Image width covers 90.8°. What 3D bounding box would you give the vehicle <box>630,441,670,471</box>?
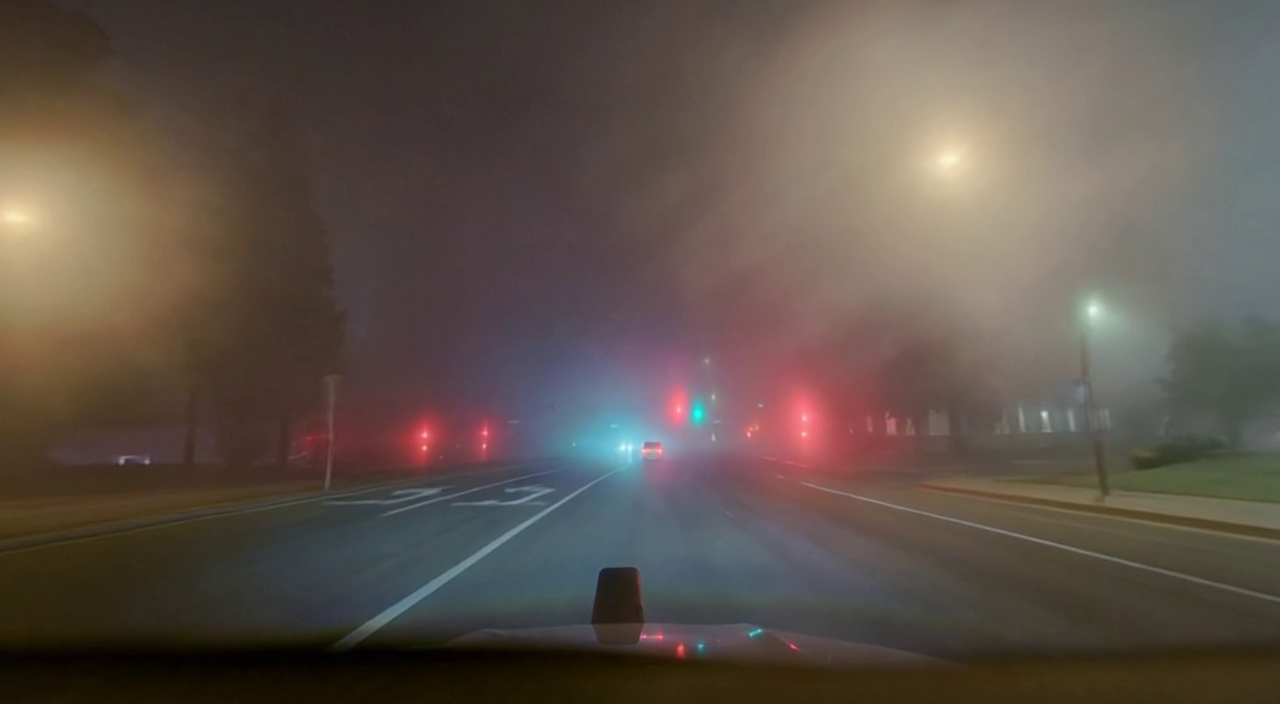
[{"bbox_3d":[0.607,5.861,35.676,2.037,1.568,3.693,-1,-9,4],"label":"vehicle"}]
